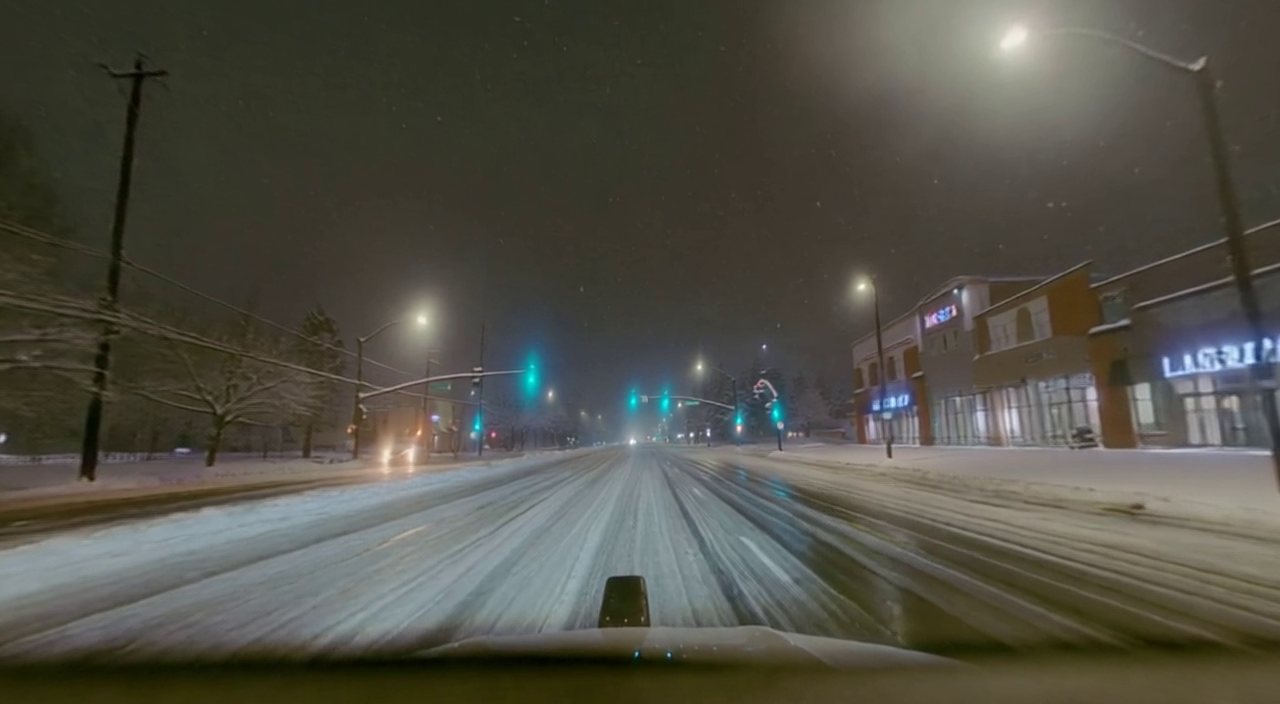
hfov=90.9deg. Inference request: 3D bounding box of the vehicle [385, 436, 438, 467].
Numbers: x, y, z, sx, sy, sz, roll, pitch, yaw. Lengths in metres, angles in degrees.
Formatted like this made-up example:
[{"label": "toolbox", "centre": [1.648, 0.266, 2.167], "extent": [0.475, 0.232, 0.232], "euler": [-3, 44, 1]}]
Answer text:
[{"label": "vehicle", "centre": [-15.012, 6.538, 41.649], "extent": [2.208, 1.924, 5.018], "euler": [2, -8, -8]}]
